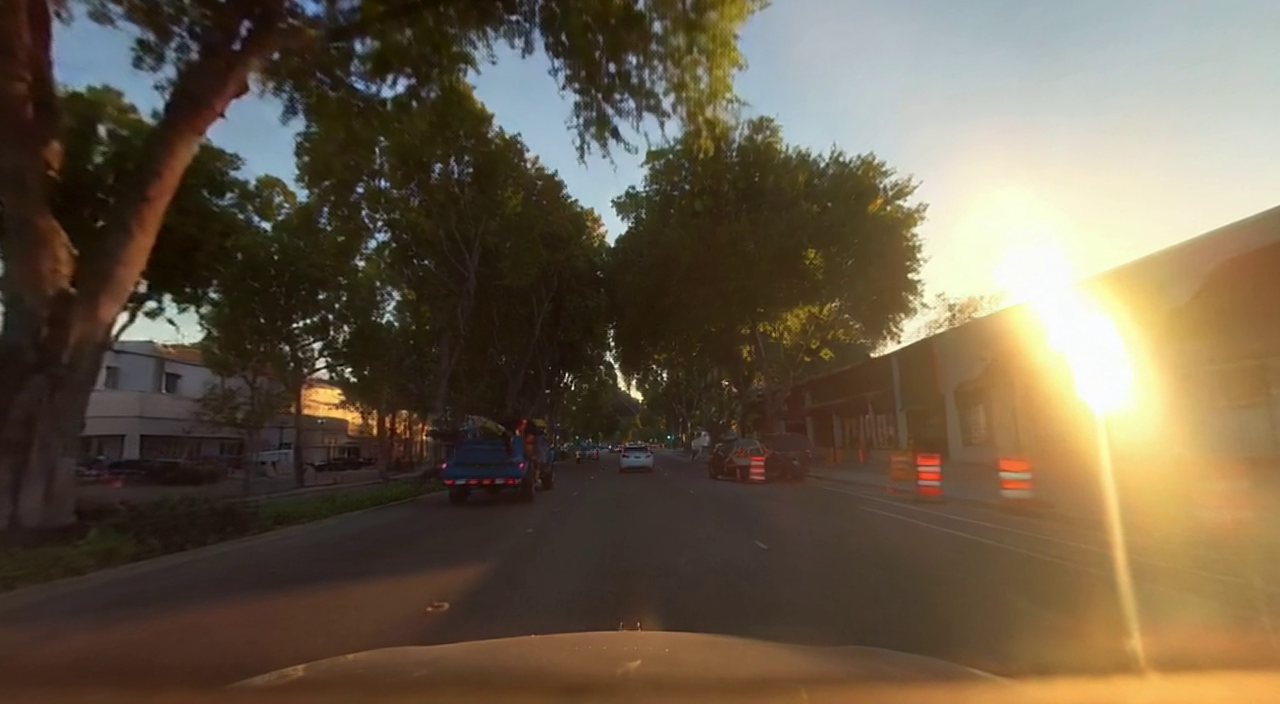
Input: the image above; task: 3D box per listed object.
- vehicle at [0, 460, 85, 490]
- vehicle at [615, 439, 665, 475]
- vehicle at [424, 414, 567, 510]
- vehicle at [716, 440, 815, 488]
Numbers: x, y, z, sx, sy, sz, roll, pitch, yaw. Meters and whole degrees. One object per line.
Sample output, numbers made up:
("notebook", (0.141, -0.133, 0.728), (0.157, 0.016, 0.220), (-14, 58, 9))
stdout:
("vehicle", (-34.801, 6.980, 36.091), (1.876, 1.470, 4.711), (0, -9, 0))
("vehicle", (-0.049, 5.448, 32.994), (2.413, 1.748, 4.406), (0, -9, -1))
("vehicle", (-3.467, 2.814, 16.611), (2.424, 2.063, 5.678), (0, -9, 0))
("vehicle", (4.520, 4.100, 23.551), (2.082, 1.601, 4.451), (1, -9, -10))
